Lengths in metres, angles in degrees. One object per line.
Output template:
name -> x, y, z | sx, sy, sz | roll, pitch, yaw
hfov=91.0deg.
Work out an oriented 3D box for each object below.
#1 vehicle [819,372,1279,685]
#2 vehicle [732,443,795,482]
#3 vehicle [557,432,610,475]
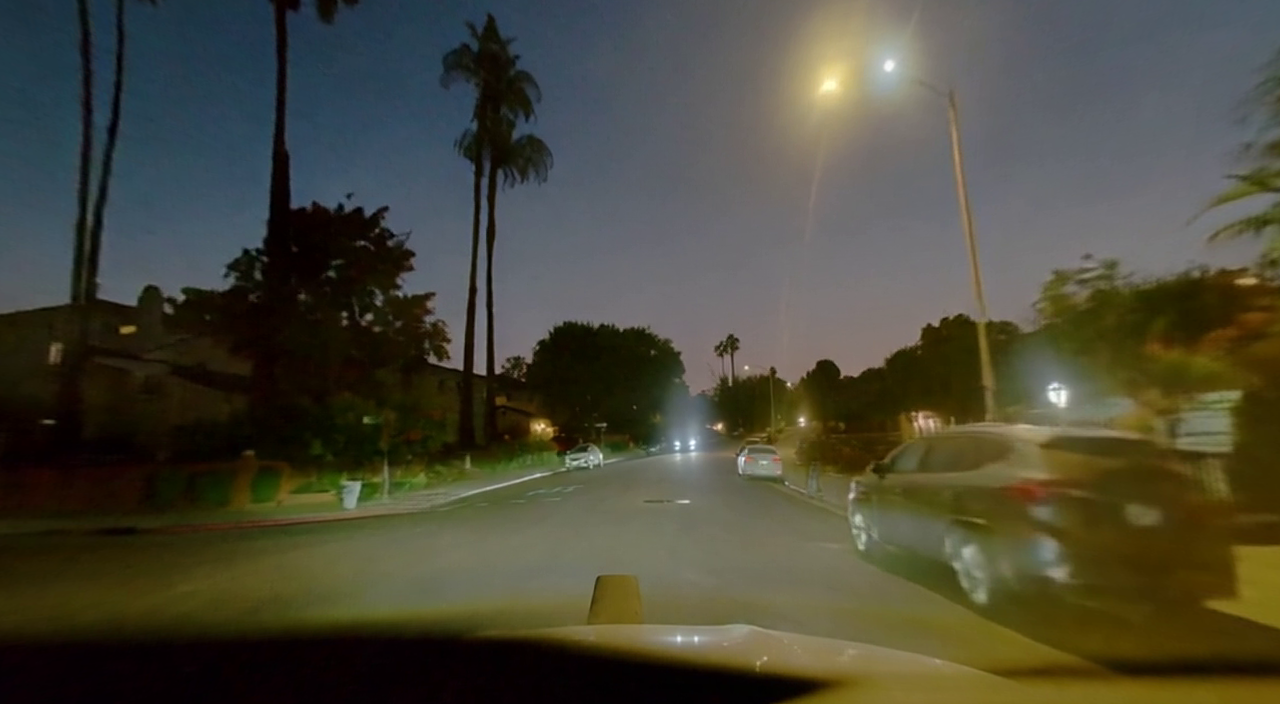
vehicle -> 3.607, 1.377, 6.172 | 2.197, 1.816, 4.845 | 0, -8, -1
vehicle -> 4.942, 4.442, 25.678 | 1.942, 1.465, 4.123 | -1, -8, 3
vehicle -> -3.453, 6.482, 39.722 | 2.053, 1.713, 4.850 | -3, -21, 10
